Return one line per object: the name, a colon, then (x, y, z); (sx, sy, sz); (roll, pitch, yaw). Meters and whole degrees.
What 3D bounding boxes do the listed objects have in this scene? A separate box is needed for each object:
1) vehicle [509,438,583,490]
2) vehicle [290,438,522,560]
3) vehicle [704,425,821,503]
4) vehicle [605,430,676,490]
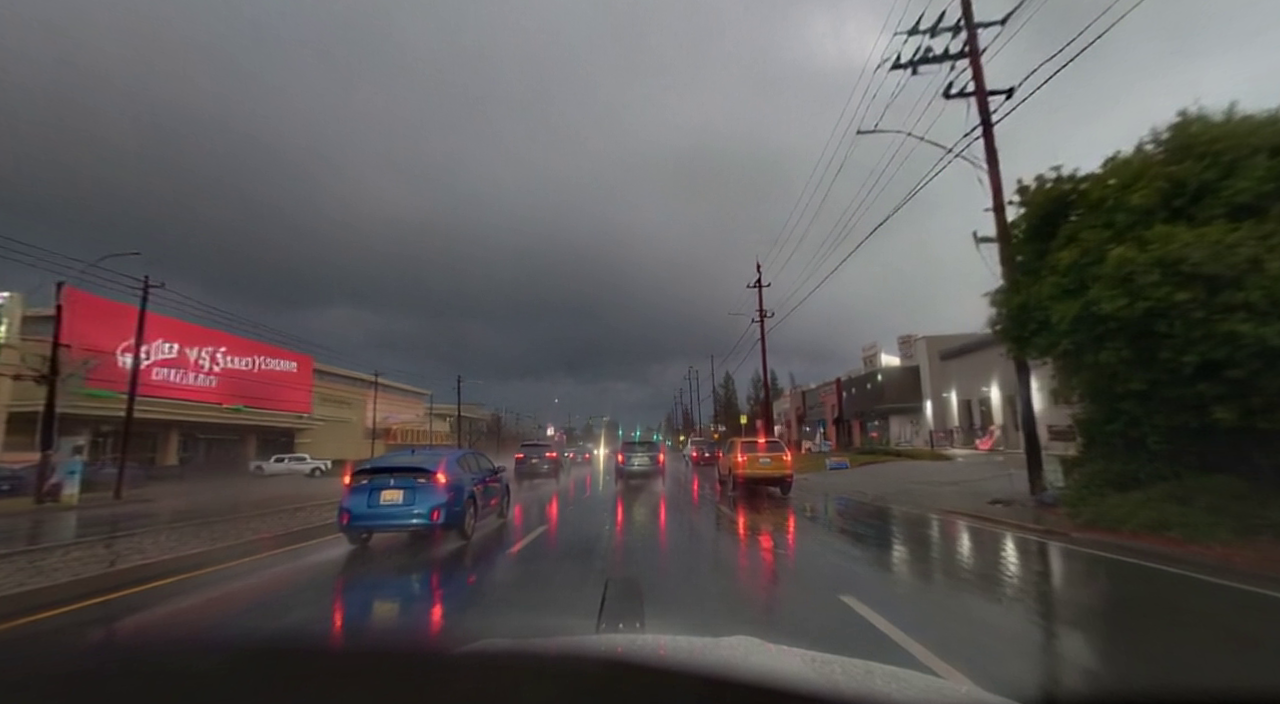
vehicle: (-3.239, 3.943, 22.526); (2.051, 1.671, 3.861); (0, -8, 0)
vehicle: (-3.351, 2.168, 10.192); (2.022, 1.498, 4.471); (0, -8, 0)
vehicle: (3.297, 3.154, 18.226); (2.282, 1.897, 4.915); (0, -8, -1)
vehicle: (0.009, 3.863, 22.927); (2.326, 1.925, 4.253); (0, -8, 0)
